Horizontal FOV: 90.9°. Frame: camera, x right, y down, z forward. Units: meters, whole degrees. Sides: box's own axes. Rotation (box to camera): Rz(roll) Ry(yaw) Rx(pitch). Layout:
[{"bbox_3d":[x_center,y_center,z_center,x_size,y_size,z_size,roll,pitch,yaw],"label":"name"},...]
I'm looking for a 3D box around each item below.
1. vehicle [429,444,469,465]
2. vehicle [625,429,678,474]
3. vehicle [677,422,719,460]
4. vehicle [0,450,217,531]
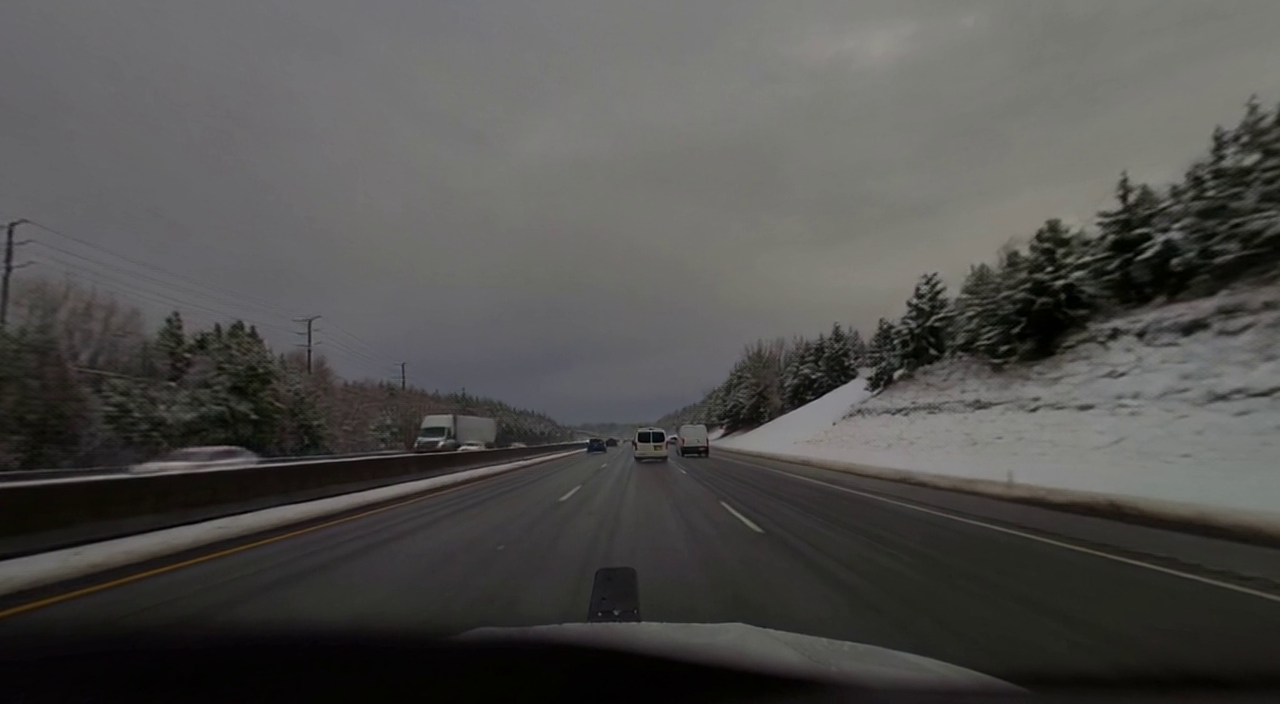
[{"bbox_3d":[-14.635,7.823,48.473,1.786,1.505,3.853,0,-8,1],"label":"vehicle"},{"bbox_3d":[0.462,4.314,27.789,2.159,1.811,4.238,0,-8,-1],"label":"vehicle"},{"bbox_3d":[3.894,6.123,43.460,2.348,2.429,5.172,0,-8,-1],"label":"vehicle"},{"bbox_3d":[-11.894,3.000,14.238,1.872,1.450,4.016,0,-8,0],"label":"vehicle"}]
